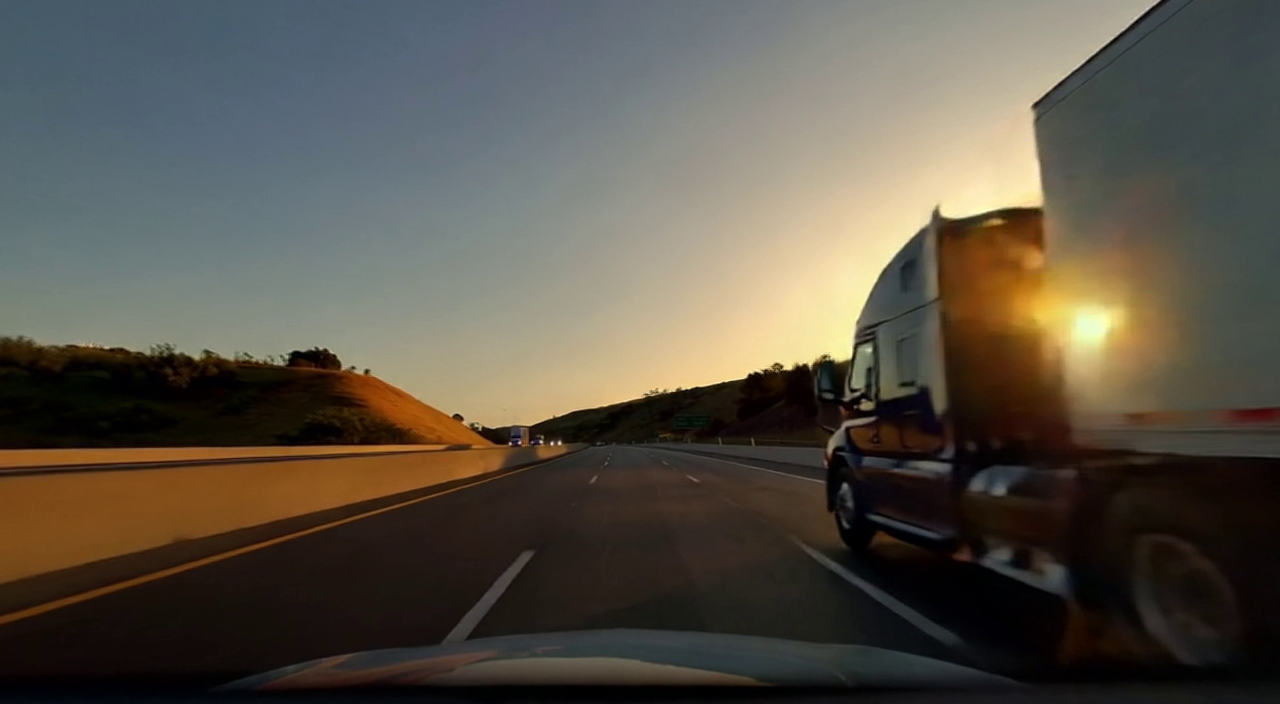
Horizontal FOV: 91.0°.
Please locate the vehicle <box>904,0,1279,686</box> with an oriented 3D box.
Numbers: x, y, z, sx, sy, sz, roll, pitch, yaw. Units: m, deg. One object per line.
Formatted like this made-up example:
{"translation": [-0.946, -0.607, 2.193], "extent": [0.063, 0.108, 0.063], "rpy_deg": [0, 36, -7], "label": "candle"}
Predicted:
{"translation": [4.949, -0.337, 2.746], "extent": [3.041, 4.012, 10.162], "rpy_deg": [0, -8, -1], "label": "vehicle"}
